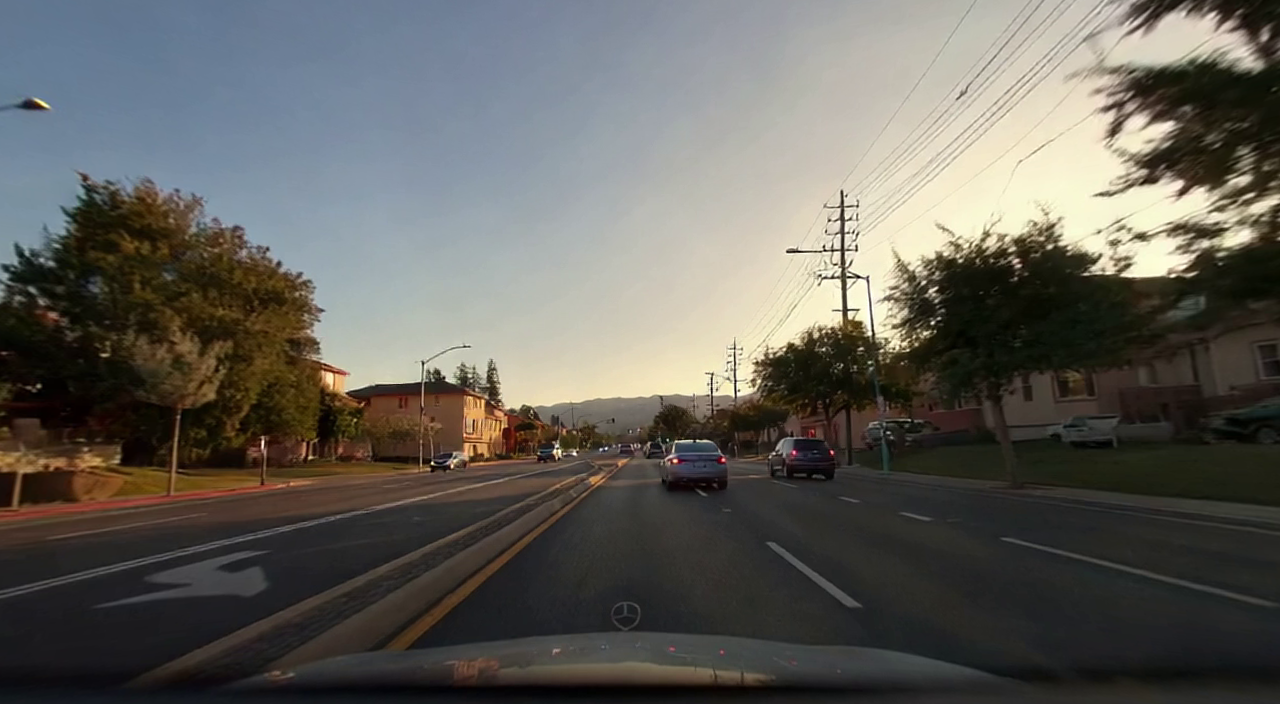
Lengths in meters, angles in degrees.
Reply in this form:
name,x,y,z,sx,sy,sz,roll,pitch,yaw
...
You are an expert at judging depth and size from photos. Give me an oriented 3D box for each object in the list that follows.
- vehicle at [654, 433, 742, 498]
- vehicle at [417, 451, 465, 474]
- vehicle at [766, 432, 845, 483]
name,x,y,z,sx,sy,sz,roll,pitch,yaw
vehicle,1.612,3.361,18.969,2.138,1.702,4.168,0,-9,-1
vehicle,-14.567,8.089,46.310,1.980,1.513,4.583,0,-9,1
vehicle,6.661,4.297,25.916,2.061,1.889,4.268,0,-9,0
